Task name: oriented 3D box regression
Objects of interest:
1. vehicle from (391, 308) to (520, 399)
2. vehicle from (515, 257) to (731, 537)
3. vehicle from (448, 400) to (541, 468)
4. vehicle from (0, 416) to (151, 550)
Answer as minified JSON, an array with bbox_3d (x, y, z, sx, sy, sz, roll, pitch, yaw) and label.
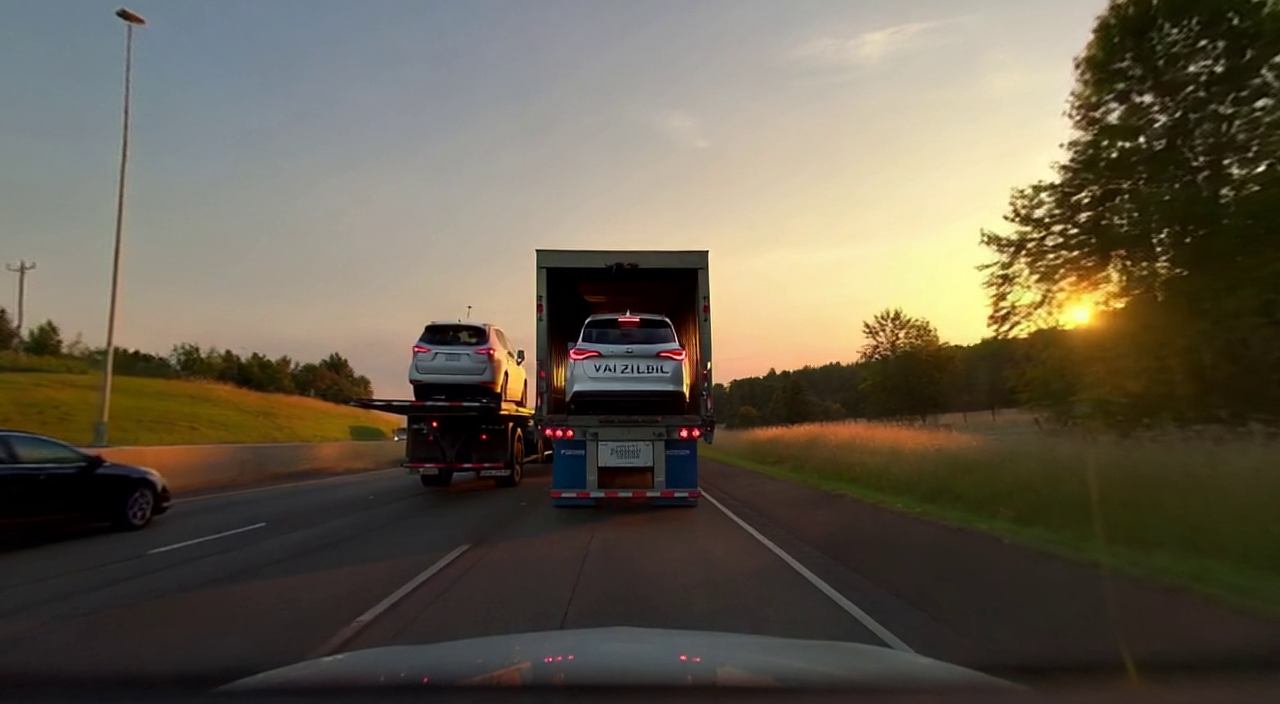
[{"bbox_3d":[-4.555,0.202,16.417,2.118,1.799,4.591,0,-7,-2],"label":"vehicle"},{"bbox_3d":[-0.410,1.135,12.791,2.738,3.628,9.223,0,-7,-2],"label":"vehicle"},{"bbox_3d":[-4.581,2.685,20.581,2.258,1.970,4.402,0,-8,-4],"label":"vehicle"},{"bbox_3d":[-8.292,1.478,7.029,1.897,1.524,4.790,0,-7,-1],"label":"vehicle"}]
